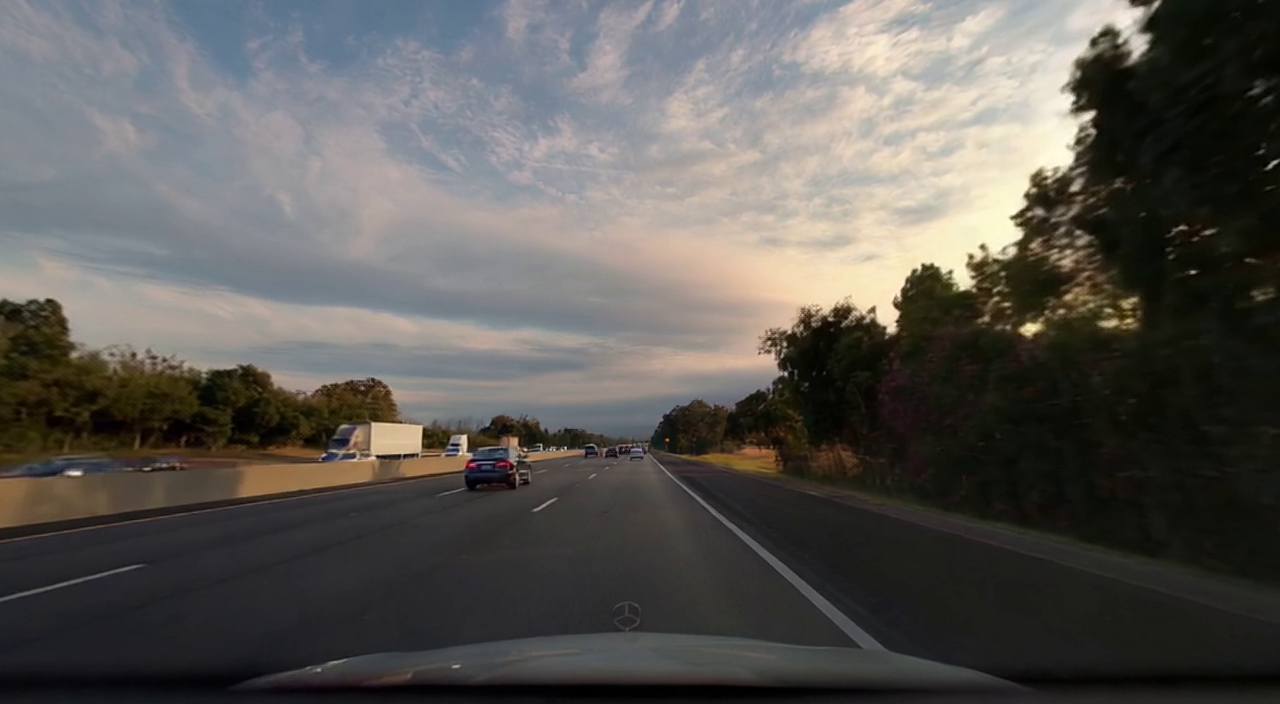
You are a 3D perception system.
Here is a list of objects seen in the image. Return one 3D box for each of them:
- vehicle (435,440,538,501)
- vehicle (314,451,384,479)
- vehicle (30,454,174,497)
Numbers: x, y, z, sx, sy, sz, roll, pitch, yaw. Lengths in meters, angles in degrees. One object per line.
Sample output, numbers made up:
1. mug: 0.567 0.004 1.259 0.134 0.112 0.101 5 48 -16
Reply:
1. vehicle: -4.271 3.355 18.277 1.954 1.541 4.079 0 -9 0
2. vehicle: -15.734 6.111 34.346 1.828 1.403 4.196 0 -9 0
3. vehicle: -20.001 4.561 23.737 1.808 1.429 4.079 0 -9 0
